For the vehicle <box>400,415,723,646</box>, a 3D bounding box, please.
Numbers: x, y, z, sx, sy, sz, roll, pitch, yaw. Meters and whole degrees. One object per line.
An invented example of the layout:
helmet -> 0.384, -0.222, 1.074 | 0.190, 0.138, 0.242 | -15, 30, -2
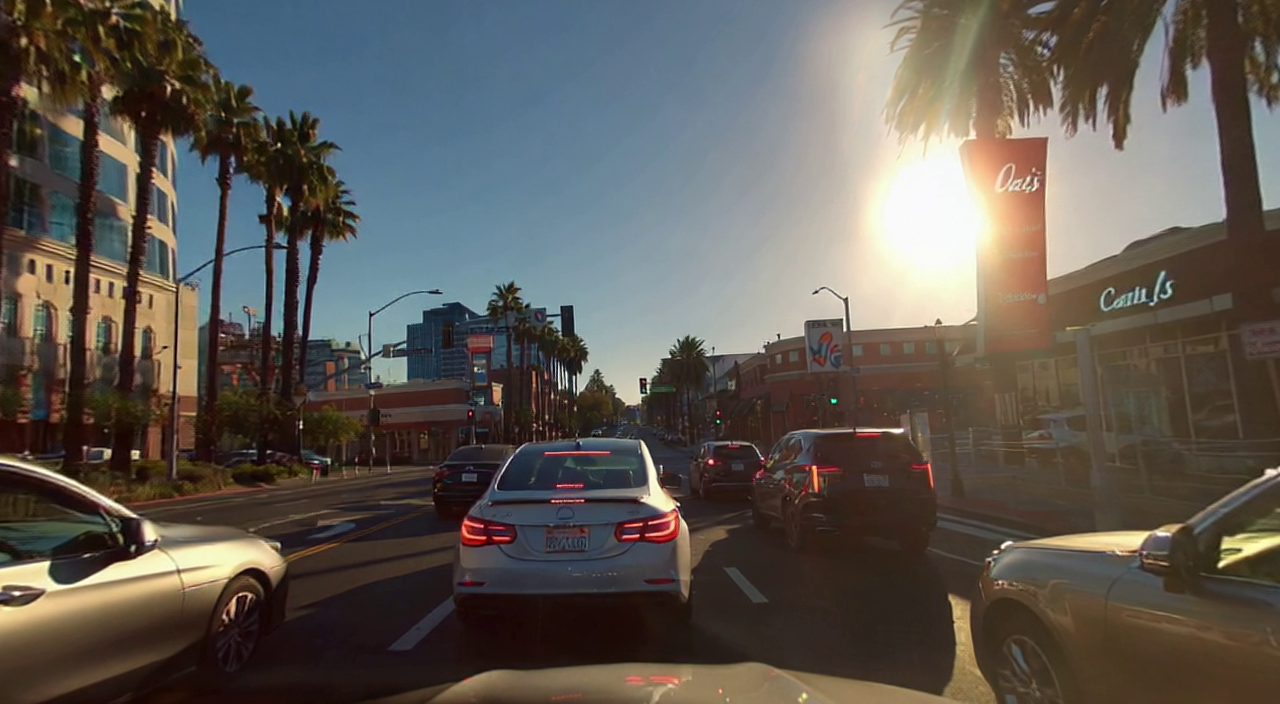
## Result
vehicle -> -0.519, 1.471, 6.225 | 2.096, 1.492, 4.071 | 0, -9, 0

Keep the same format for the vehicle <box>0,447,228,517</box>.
vehicle -> -12.855, 3.142, 15.920 | 1.870, 1.475, 4.531 | 0, -9, 0

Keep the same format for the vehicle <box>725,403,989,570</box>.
vehicle -> 2.636, 1.776, 9.069 | 2.096, 1.775, 4.440 | 0, -9, -2

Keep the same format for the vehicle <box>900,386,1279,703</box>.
vehicle -> 2.622, 0.813, 1.477 | 2.085, 1.469, 4.458 | 0, -9, -1

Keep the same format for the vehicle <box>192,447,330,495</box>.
vehicle -> -12.859, 4.029, 21.880 | 1.856, 1.455, 4.700 | 0, -9, 0
